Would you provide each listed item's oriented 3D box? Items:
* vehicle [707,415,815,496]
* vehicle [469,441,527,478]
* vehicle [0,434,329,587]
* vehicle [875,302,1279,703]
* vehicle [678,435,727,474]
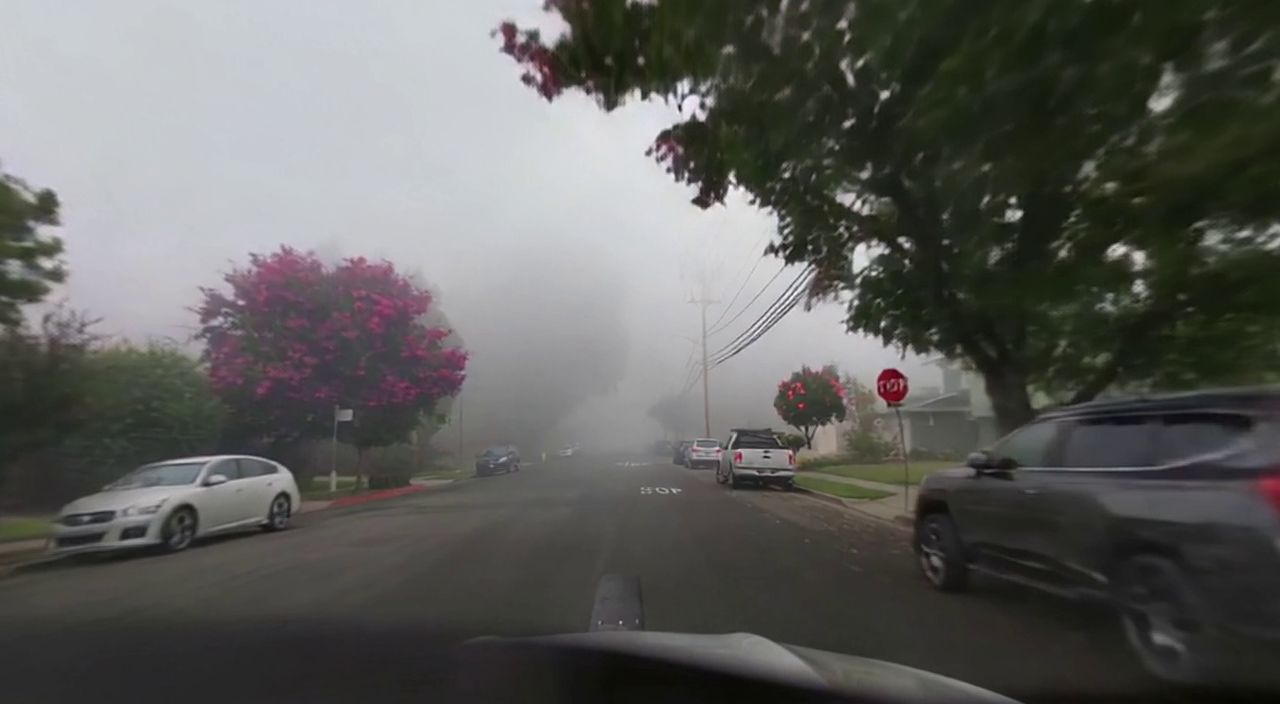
[{"bbox_3d":[3.423,3.079,19.138,2.111,2.054,5.748,0,-9,0],"label":"vehicle"},{"bbox_3d":[-7.405,5.707,33.309,1.980,1.664,4.342,-5,-11,-1],"label":"vehicle"},{"bbox_3d":[-6.749,2.181,9.171,2.086,1.516,4.568,-6,-11,1],"label":"vehicle"},{"bbox_3d":[3.202,0.923,3.532,2.069,1.750,4.294,0,-9,0],"label":"vehicle"},{"bbox_3d":[3.059,5.134,31.768,1.993,1.778,4.311,0,-9,0],"label":"vehicle"}]
